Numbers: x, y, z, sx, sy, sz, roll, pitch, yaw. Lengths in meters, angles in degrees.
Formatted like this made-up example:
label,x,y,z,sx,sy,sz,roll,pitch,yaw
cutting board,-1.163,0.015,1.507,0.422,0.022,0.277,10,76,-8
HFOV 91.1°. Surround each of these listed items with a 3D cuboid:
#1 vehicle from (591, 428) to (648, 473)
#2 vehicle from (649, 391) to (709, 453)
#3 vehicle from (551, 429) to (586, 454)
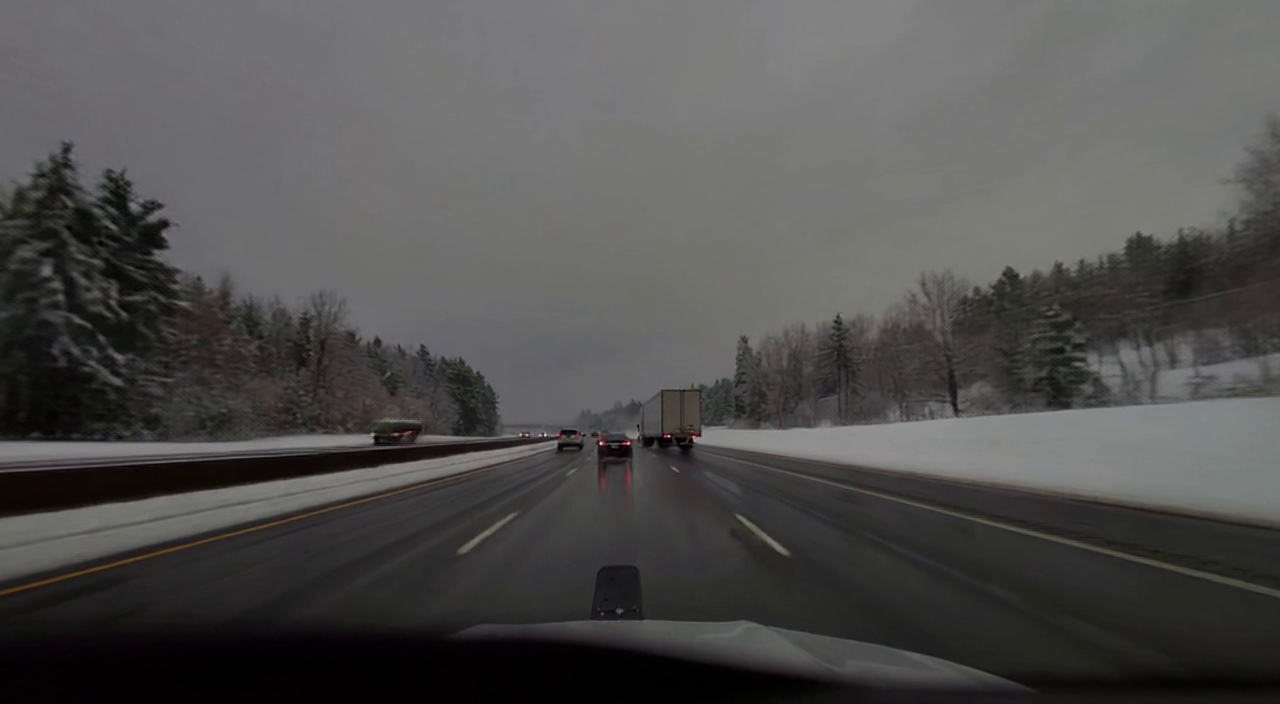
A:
label,x,y,z,sx,sy,sz,roll,pitch,yaw
vehicle,-0.826,3.844,24.742,2.048,1.563,4.087,0,-8,-2
vehicle,2.691,5.690,49.260,2.946,4.111,14.652,0,-8,-3
vehicle,-5.402,6.827,47.917,2.234,1.773,5.134,0,-8,-2
